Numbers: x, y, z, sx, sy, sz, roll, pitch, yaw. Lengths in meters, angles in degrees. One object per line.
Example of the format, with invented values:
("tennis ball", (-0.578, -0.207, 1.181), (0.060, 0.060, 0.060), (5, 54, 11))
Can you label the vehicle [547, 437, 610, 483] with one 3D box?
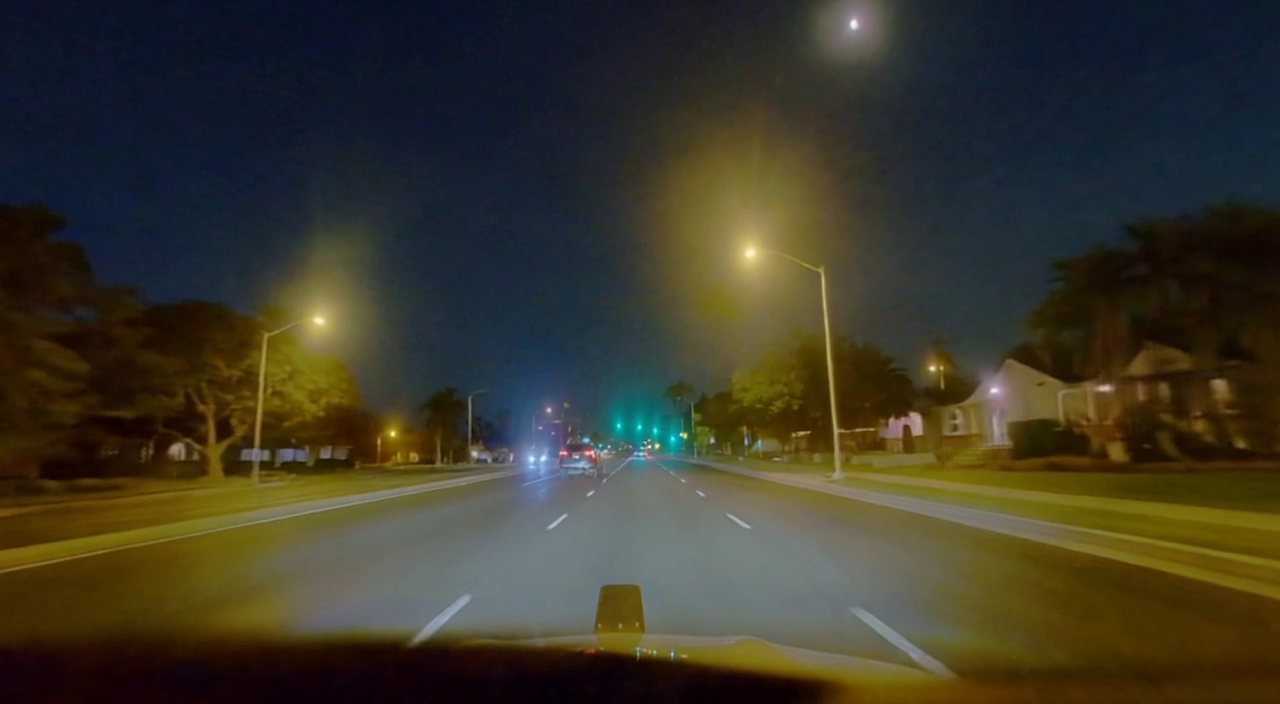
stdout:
("vehicle", (-2.763, 5.069, 29.867), (2.370, 1.968, 5.698), (0, -9, 0))
